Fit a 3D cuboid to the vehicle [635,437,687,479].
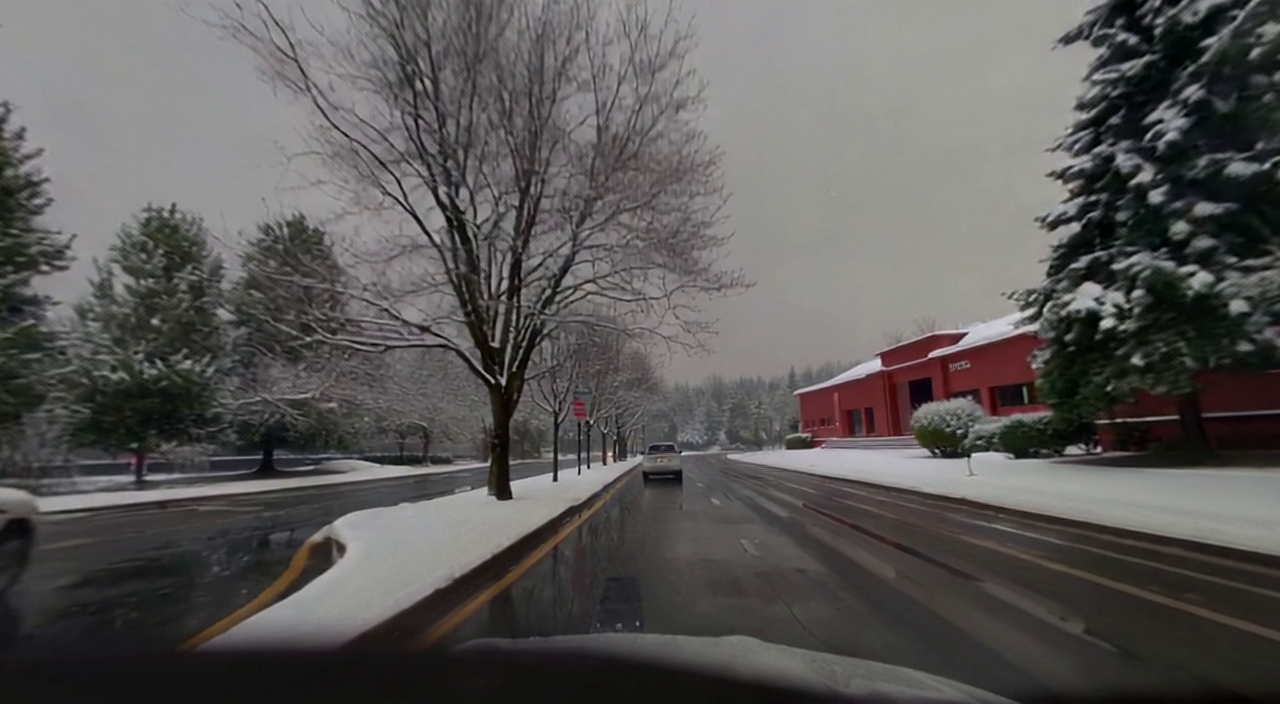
[{"bbox_3d":[0.930,4.680,28.170,2.123,1.703,4.292,-1,-8,2],"label":"vehicle"}]
